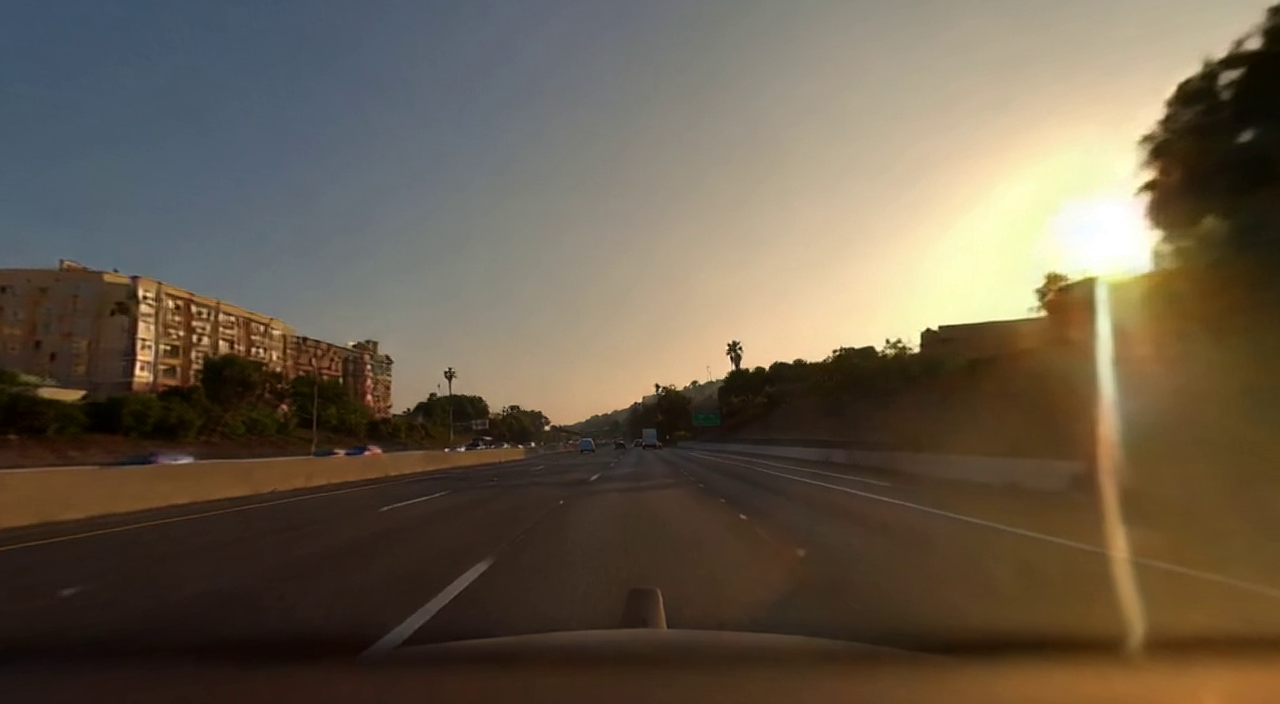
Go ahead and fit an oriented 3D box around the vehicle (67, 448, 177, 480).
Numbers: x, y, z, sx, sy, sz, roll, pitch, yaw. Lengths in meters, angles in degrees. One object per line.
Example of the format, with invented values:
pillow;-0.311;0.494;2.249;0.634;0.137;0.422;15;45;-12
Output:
vehicle;-27.344;5.906;33.368;1.849;1.495;4.684;0;-8;0
